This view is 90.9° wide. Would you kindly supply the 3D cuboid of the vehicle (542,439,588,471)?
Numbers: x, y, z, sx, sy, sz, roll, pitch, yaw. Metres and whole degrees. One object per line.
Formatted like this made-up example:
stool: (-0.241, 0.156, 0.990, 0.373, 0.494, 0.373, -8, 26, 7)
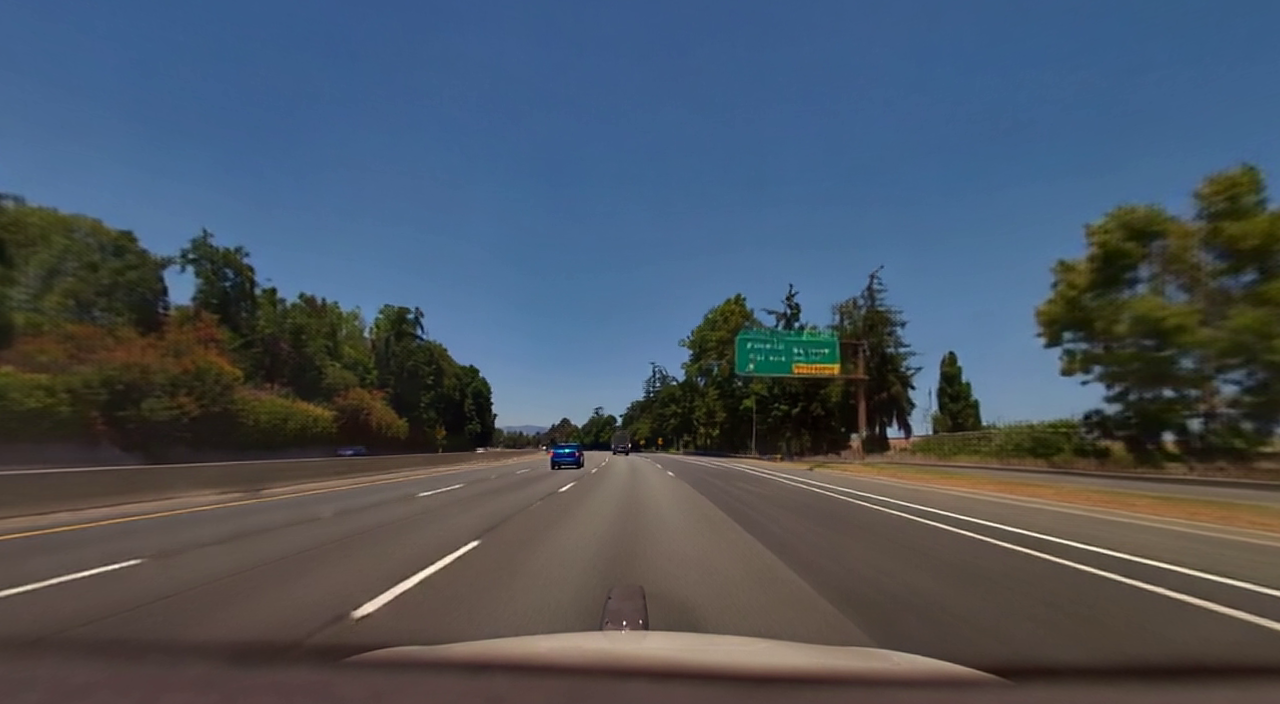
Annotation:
vehicle: (-4.249, 5.924, 36.586, 2.162, 1.724, 4.537, 0, -8, -1)
